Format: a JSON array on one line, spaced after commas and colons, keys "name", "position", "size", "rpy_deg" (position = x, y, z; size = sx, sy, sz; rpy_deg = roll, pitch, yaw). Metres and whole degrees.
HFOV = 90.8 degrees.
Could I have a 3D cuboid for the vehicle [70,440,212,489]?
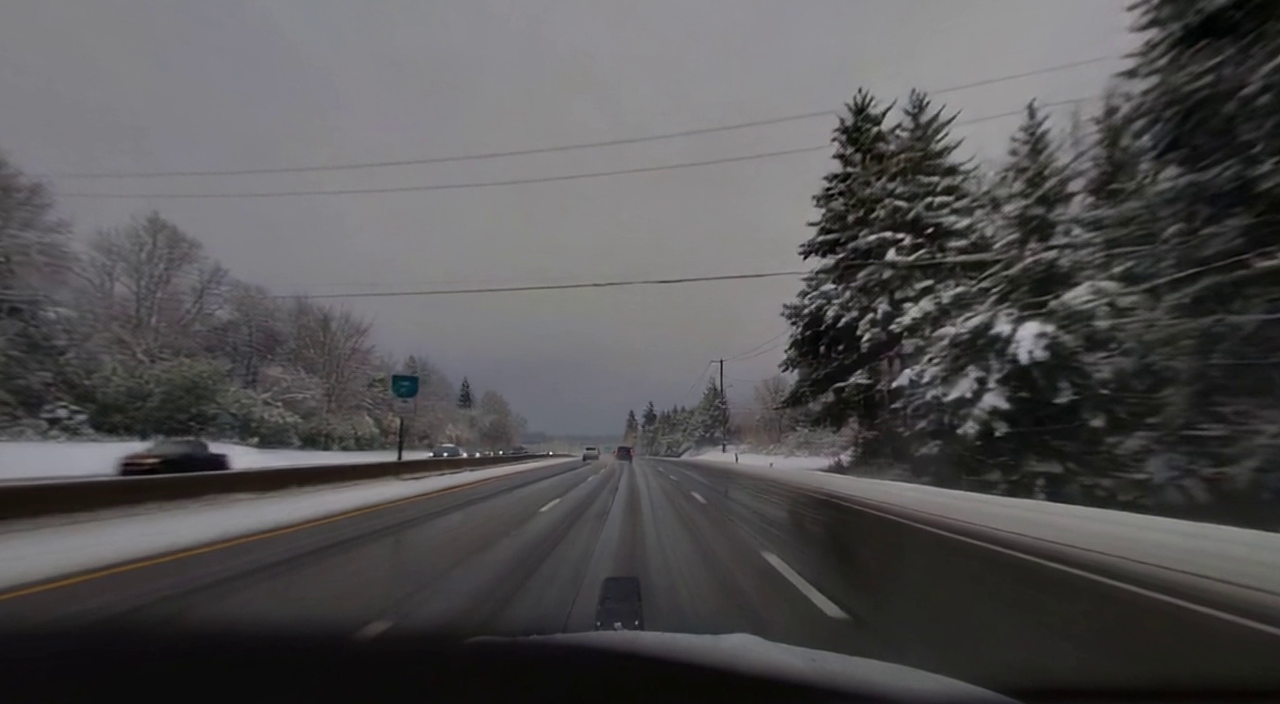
[{"name": "vehicle", "position": [-18.075, 4.094, 23.179], "size": [1.924, 1.616, 4.019], "rpy_deg": [0, -9, -1]}]
